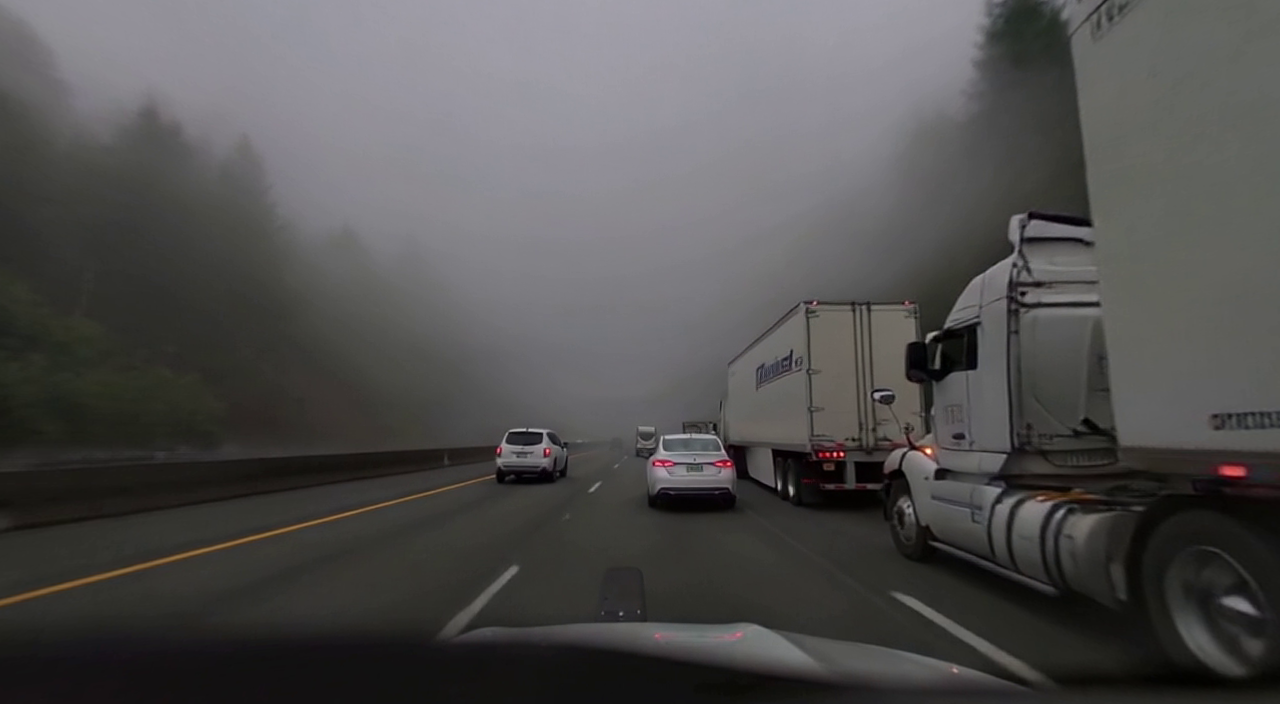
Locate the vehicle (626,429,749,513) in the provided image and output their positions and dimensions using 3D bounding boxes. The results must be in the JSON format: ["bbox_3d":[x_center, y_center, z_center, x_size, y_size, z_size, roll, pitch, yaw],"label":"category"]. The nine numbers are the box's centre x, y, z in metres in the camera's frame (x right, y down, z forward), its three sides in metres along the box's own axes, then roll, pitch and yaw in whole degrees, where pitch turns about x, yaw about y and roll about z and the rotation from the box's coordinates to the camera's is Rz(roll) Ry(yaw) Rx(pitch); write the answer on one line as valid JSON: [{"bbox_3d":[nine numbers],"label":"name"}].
[{"bbox_3d":[0.851,2.431,13.555,2.200,1.495,4.282,0,-8,0],"label":"vehicle"}]

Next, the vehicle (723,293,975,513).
[{"bbox_3d":[4.756,1.858,18.822,2.883,4.070,14.423,0,-8,1],"label":"vehicle"}]

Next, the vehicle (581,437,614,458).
[{"bbox_3d":[-3.268,7.527,49.740,2.181,1.538,4.169,0,-8,2],"label":"vehicle"}]

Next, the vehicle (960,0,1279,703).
[{"bbox_3d":[4.504,-0.289,2.703,2.981,3.988,6.053,0,-8,0],"label":"vehicle"}]

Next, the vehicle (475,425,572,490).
[{"bbox_3d":[-3.355,3.136,19.178,2.006,1.729,4.447,0,-8,1],"label":"vehicle"}]
